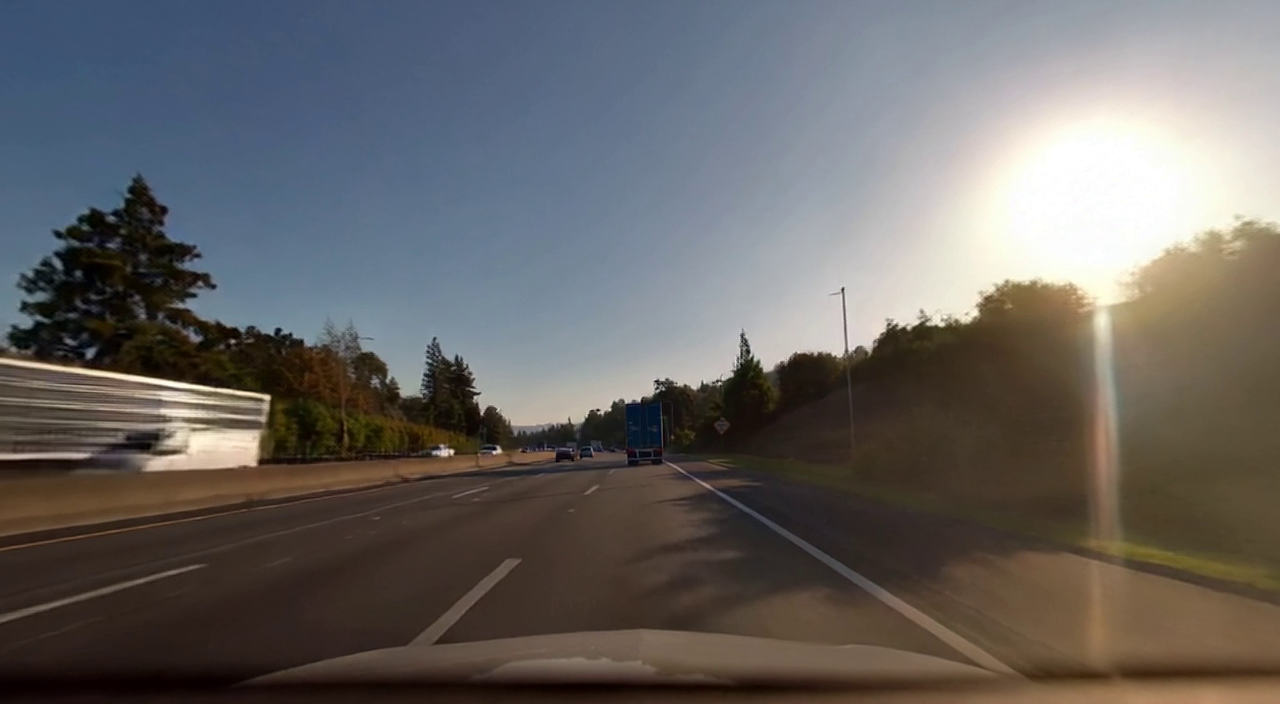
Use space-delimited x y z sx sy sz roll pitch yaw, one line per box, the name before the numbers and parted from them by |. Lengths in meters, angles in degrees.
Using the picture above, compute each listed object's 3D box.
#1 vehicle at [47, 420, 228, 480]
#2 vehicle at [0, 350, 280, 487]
vehicle | -16.281 3.229 20.830 2.006 1.734 4.746 0 -9 0
vehicle | -20.861 3.008 25.724 2.952 4.104 15.731 0 -9 0
